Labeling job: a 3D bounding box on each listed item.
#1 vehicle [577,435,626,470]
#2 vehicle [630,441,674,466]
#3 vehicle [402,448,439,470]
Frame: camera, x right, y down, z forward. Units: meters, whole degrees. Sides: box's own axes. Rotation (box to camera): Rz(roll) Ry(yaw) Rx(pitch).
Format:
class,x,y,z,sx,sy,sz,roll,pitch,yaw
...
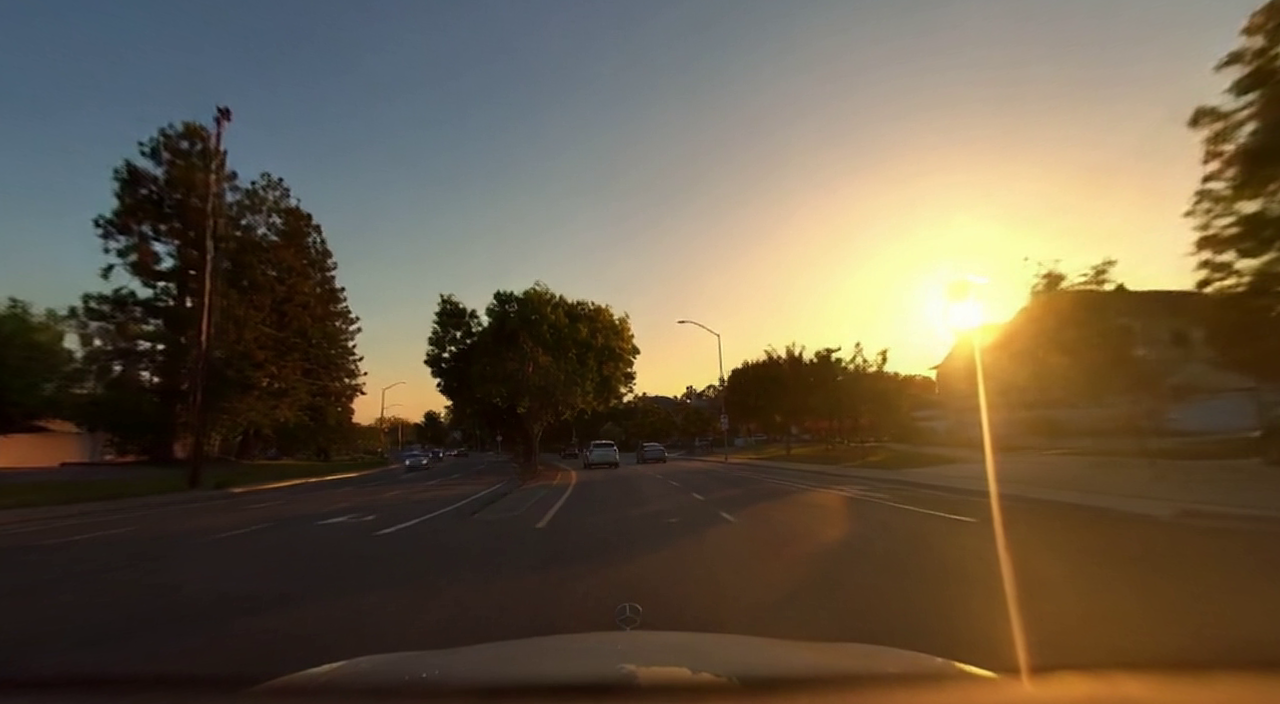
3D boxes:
class,x,y,z,sx,sy,sz,roll,pitch,yaw
vehicle,-2.195,5.494,34.478,2.165,1.783,4.391,1,-8,-10
vehicle,0.684,6.520,40.710,1.915,1.495,4.880,1,-8,-10
vehicle,-16.948,8.264,48.724,1.924,1.481,4.727,1,-8,-10
